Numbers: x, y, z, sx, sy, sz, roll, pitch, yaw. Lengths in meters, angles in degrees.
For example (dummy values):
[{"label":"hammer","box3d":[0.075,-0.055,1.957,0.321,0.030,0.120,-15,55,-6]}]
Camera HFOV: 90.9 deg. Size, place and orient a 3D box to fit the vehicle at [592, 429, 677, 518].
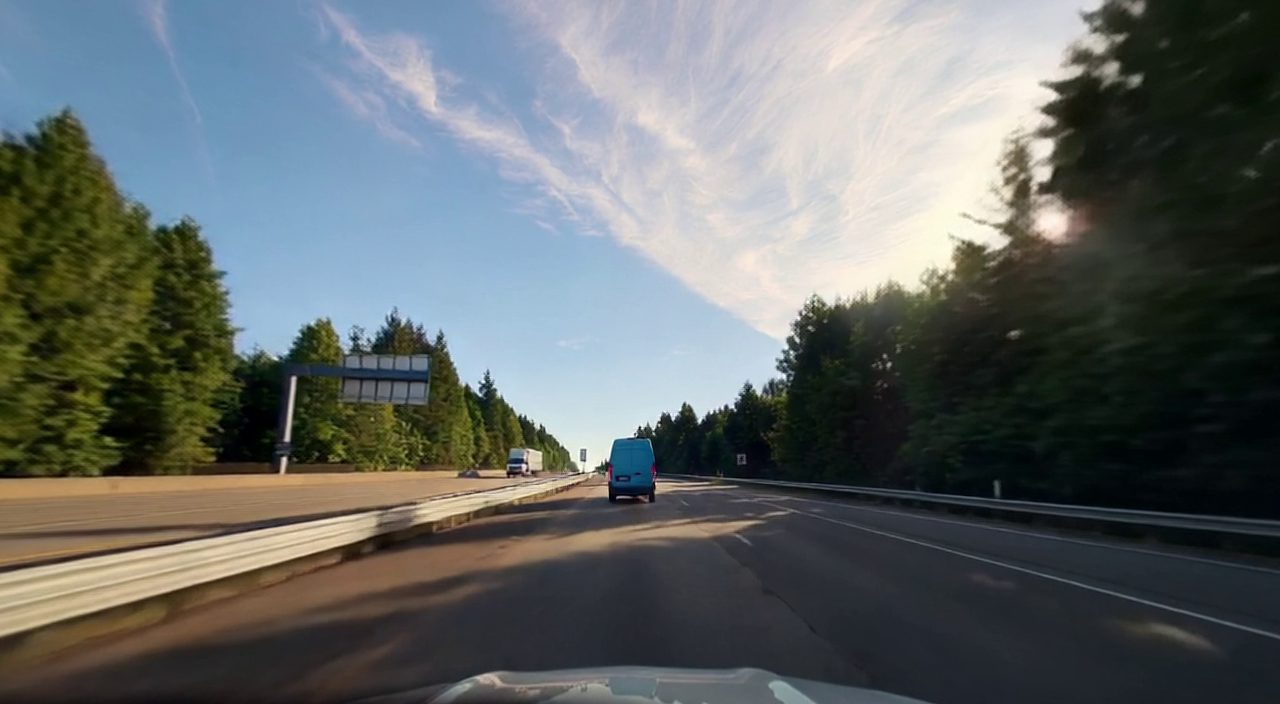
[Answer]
[{"label":"vehicle","box3d":[-0.304,3.980,20.882,2.375,2.432,6.161,1,-10,-3]}]
